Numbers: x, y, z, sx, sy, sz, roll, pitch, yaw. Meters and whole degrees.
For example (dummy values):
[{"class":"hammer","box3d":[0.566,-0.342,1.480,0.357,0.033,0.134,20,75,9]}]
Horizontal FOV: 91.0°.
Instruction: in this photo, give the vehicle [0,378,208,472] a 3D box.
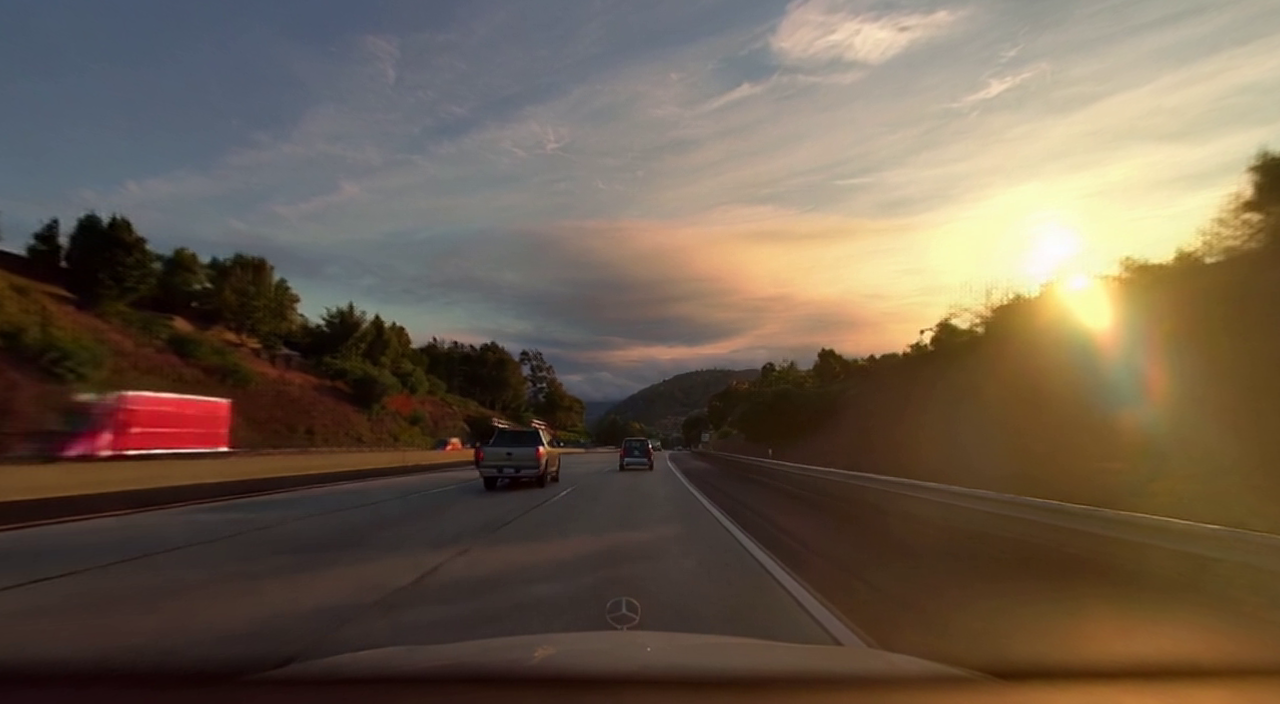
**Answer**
[{"class":"vehicle","box3d":[-25.299,3.597,30.005,2.934,3.838,8.591,0,-9,2]}]

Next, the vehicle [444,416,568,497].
[{"class":"vehicle","box3d":[-3.524,2.897,17.756,2.250,1.947,4.860,0,-9,2]}]

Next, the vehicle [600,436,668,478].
[{"class":"vehicle","box3d":[-0.181,4.606,27.942,2.715,1.669,5.163,0,-8,1]}]
